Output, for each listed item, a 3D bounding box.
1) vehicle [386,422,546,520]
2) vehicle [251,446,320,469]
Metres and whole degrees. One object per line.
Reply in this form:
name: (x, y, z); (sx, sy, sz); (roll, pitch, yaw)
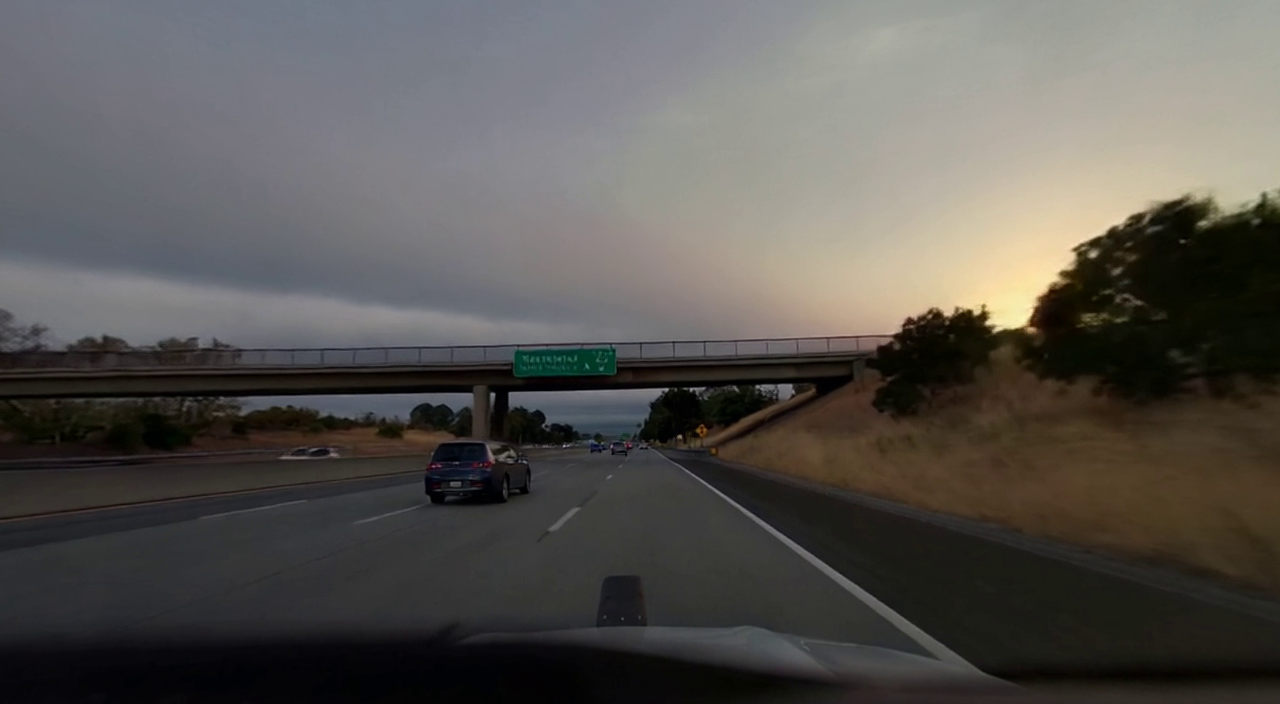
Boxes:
vehicle: (-3.385, 2.411, 13.231); (2.048, 1.705, 4.384); (0, -8, 1)
vehicle: (-22.877, 6.803, 40.711); (1.840, 1.425, 4.316); (0, -8, 1)
